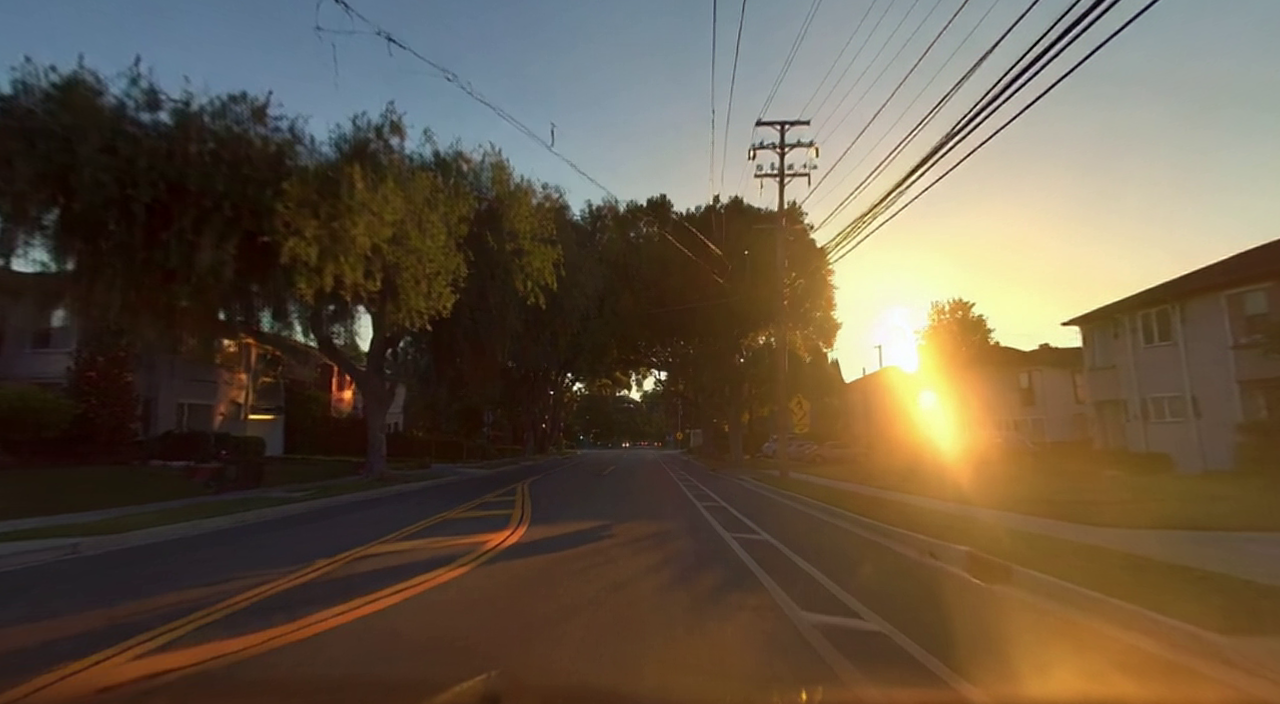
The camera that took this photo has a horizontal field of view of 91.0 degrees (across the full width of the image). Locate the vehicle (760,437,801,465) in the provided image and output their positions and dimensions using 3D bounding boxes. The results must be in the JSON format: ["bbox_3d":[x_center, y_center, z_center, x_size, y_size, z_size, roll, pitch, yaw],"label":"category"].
[{"bbox_3d":[10.266,7.273,46.386,1.912,1.953,4.651,0,-9,0],"label":"vehicle"}]

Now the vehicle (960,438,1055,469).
[{"bbox_3d":[21.049,5.790,36.156,3.943,1.664,2.391,0,-8,-1],"label":"vehicle"}]

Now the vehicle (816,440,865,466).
[{"bbox_3d":[13.541,6.838,42.790,1.935,1.683,4.669,0,-9,2],"label":"vehicle"}]
